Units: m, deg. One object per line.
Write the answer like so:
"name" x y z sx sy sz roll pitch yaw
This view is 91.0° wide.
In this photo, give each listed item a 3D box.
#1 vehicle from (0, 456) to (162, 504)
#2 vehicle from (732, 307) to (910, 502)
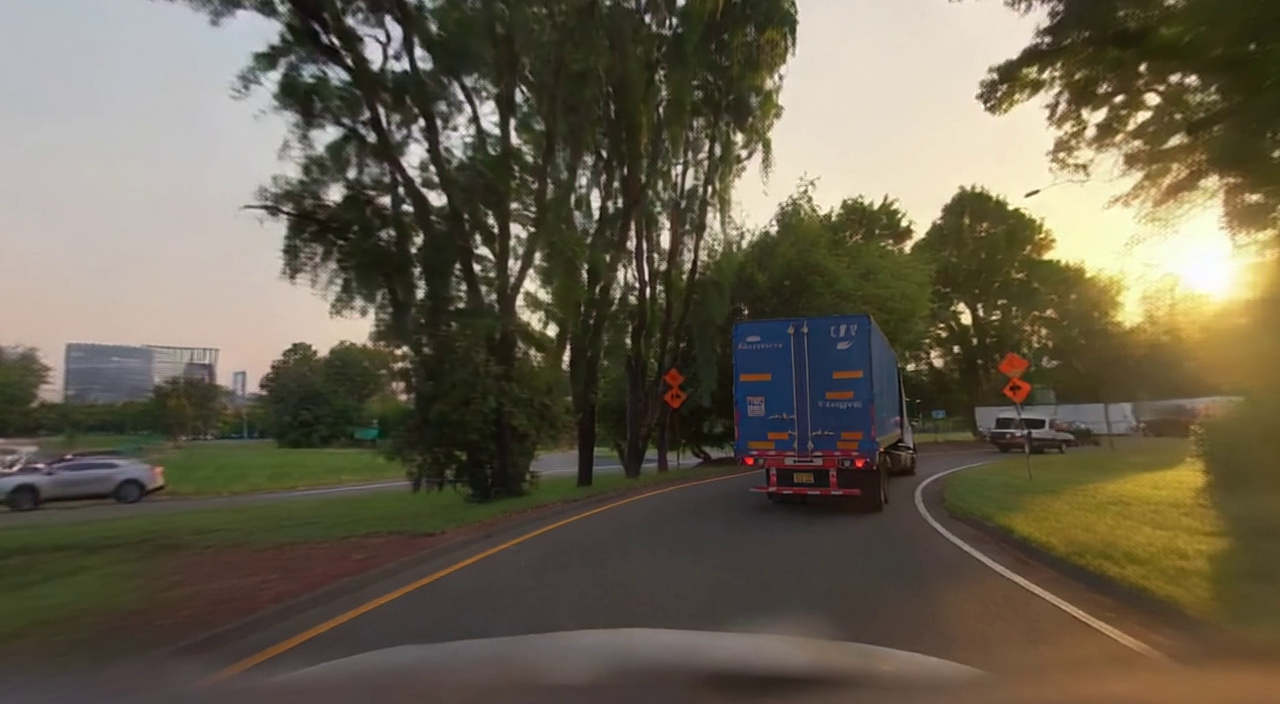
"vehicle" -20.015 4.515 22.560 4.350 1.410 1.726 6 -10 -41
"vehicle" 5.245 1.587 16.548 2.937 3.647 9.344 -4 -8 24
